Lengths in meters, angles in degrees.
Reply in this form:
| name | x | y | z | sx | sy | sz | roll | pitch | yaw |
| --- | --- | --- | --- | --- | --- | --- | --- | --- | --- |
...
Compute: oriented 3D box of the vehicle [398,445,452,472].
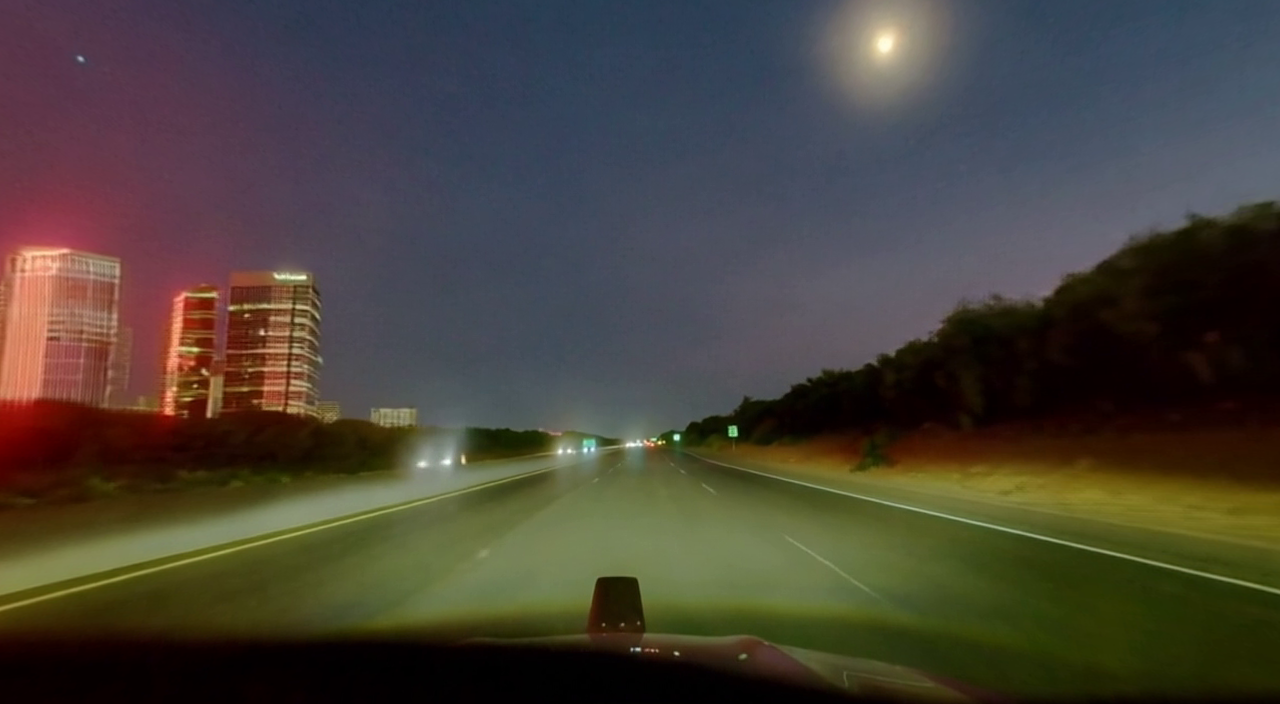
| name | x | y | z | sx | sy | sz | roll | pitch | yaw |
| --- | --- | --- | --- | --- | --- | --- | --- | --- | --- |
| vehicle | -14.422 | 7.147 | 42.642 | 1.936 | 1.715 | 4.646 | 0 | -8 | 1 |
